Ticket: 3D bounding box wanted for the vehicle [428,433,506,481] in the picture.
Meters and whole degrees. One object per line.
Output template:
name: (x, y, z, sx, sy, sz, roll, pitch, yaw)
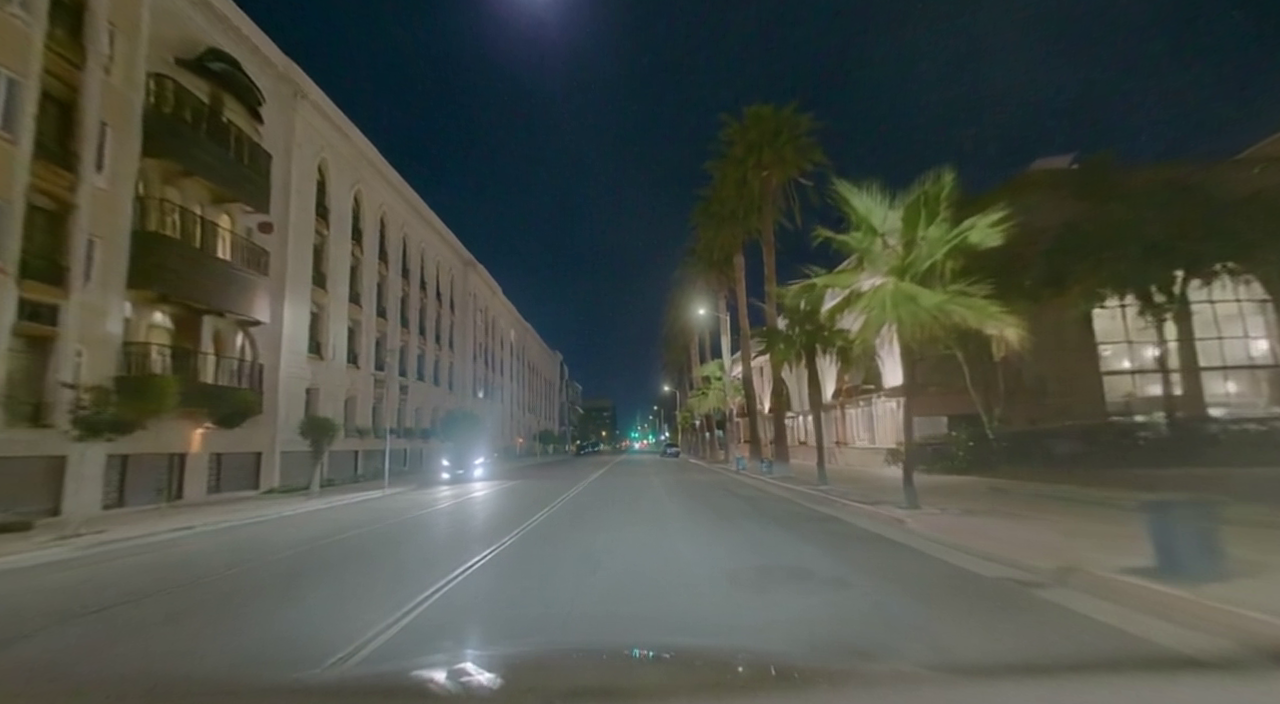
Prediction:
vehicle: (-6.807, 4.161, 25.327, 1.946, 1.640, 4.430, -2, -8, -1)
